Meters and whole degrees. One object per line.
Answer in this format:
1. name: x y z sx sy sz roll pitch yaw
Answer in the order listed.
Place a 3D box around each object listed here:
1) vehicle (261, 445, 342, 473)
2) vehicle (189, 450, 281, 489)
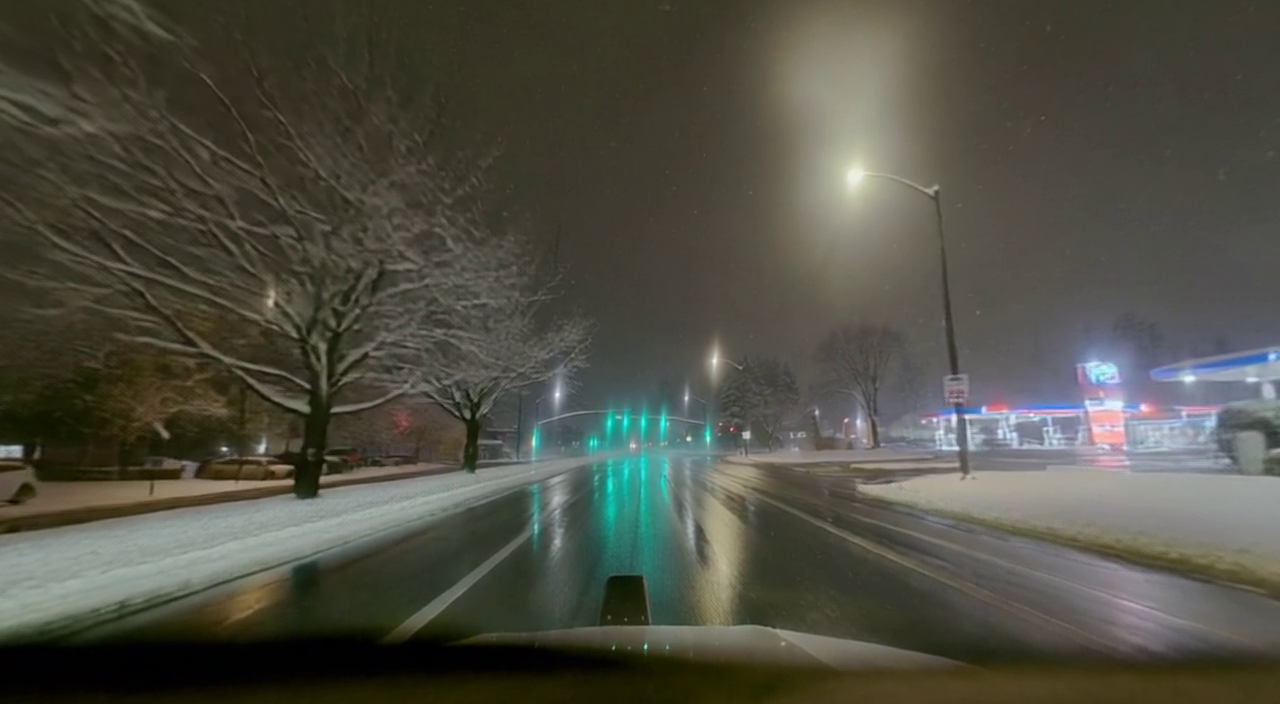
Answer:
1. vehicle: -23.572 7.450 44.029 4.271 1.902 2.281 0 -9 1
2. vehicle: -25.156 7.287 39.227 4.386 2.004 1.991 -4 -8 -2
